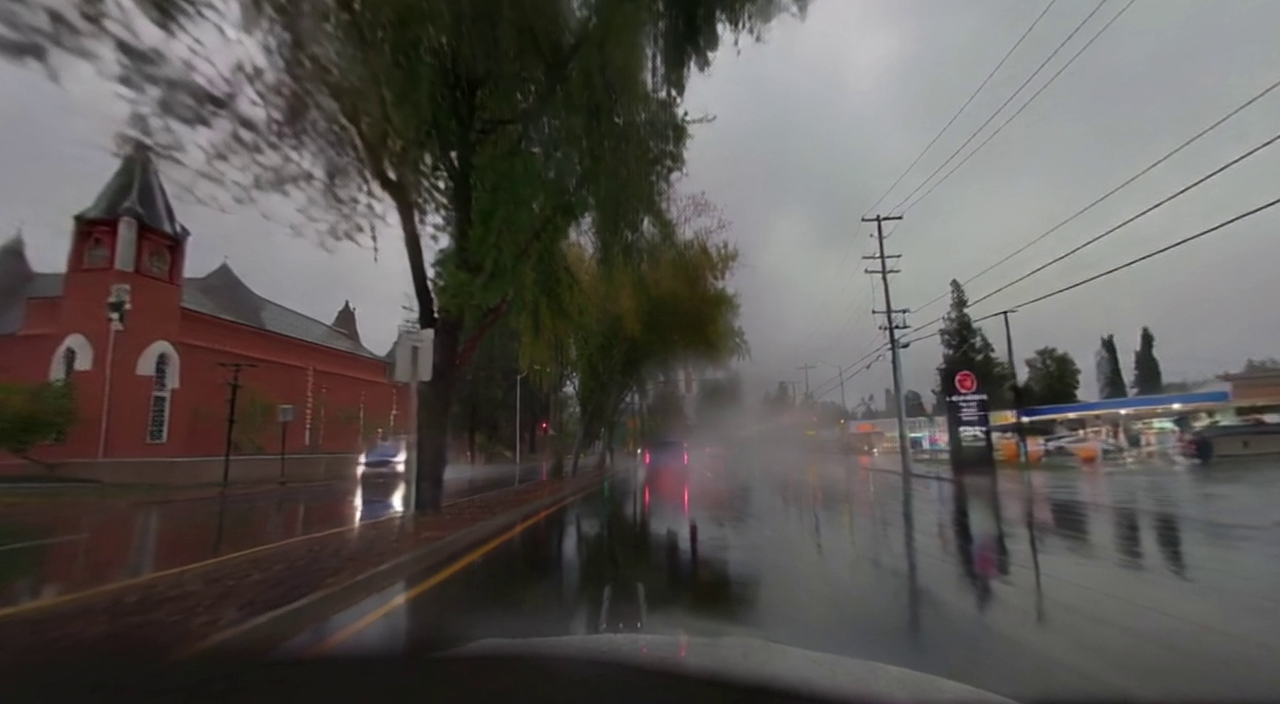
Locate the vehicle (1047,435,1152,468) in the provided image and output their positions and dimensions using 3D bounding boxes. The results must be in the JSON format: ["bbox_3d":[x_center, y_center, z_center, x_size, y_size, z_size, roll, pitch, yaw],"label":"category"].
[{"bbox_3d":[25.764,5.588,35.523,4.510,1.733,2.066,1,-9,-9],"label":"vehicle"}]

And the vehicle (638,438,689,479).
[{"bbox_3d":[1.059,4.525,27.035,2.032,1.621,4.082,-1,-9,4],"label":"vehicle"}]

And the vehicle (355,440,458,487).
[{"bbox_3d":[-10.086,4.836,27.798,2.159,1.850,4.944,-1,-9,7],"label":"vehicle"}]
